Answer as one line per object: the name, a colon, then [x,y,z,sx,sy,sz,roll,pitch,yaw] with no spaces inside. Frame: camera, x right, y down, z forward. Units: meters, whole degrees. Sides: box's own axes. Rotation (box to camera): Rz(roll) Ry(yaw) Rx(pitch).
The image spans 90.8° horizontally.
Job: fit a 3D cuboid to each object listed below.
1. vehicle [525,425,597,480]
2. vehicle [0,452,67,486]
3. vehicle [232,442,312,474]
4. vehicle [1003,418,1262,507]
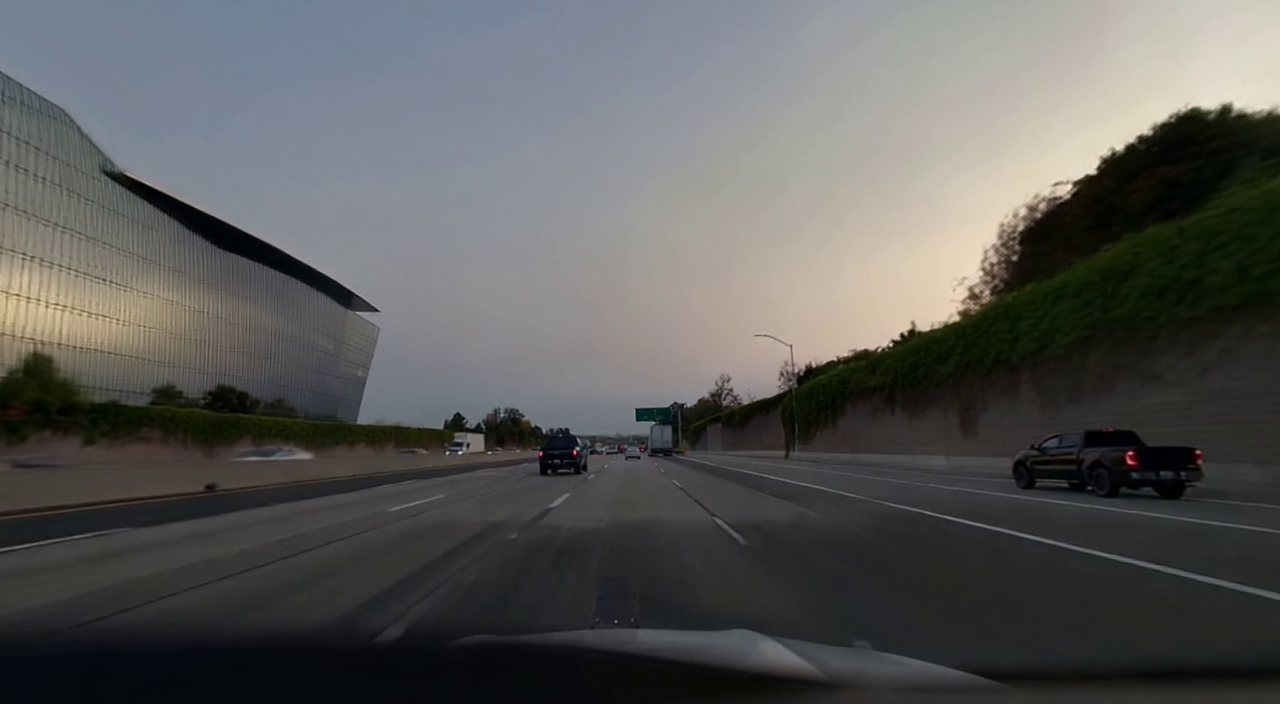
vehicle: [-3.174,4.225,26.633,2.284,2.022,5.752,0,-9,0]
vehicle: [-29.727,5.491,29.781,1.790,1.483,3.899,0,-9,-2]
vehicle: [-17.412,5.034,30.090,1.676,1.434,3.575,0,-9,0]
vehicle: [11.449,2.629,15.365,2.089,1.787,5.080,0,-9,-1]
